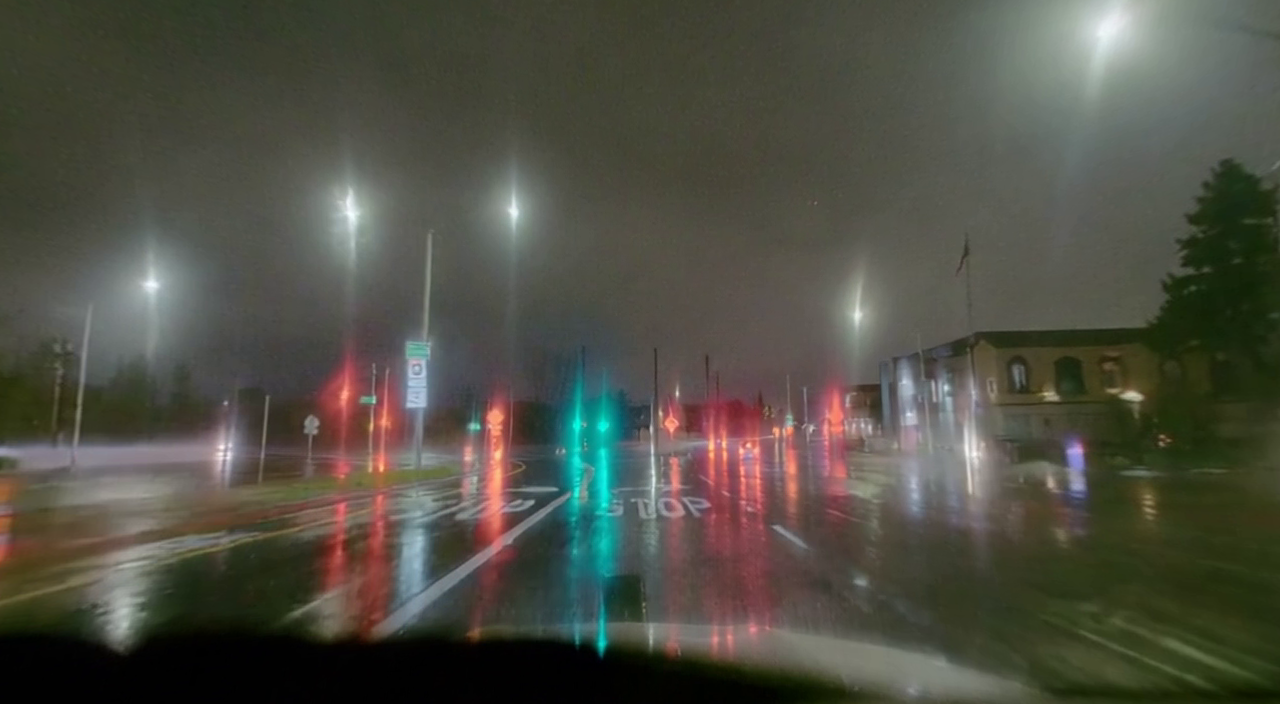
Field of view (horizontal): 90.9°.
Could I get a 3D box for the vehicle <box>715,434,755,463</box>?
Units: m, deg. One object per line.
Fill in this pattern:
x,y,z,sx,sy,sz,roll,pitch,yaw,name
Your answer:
6.182,6.337,41.567,2.150,1.779,4.423,-1,-9,3,vehicle

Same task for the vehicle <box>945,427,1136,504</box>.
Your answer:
10.471,3.005,17.092,1.961,1.754,4.889,0,-9,0,vehicle

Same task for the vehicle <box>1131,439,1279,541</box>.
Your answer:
10.361,2.073,9.595,2.000,1.487,4.548,0,-9,-2,vehicle
